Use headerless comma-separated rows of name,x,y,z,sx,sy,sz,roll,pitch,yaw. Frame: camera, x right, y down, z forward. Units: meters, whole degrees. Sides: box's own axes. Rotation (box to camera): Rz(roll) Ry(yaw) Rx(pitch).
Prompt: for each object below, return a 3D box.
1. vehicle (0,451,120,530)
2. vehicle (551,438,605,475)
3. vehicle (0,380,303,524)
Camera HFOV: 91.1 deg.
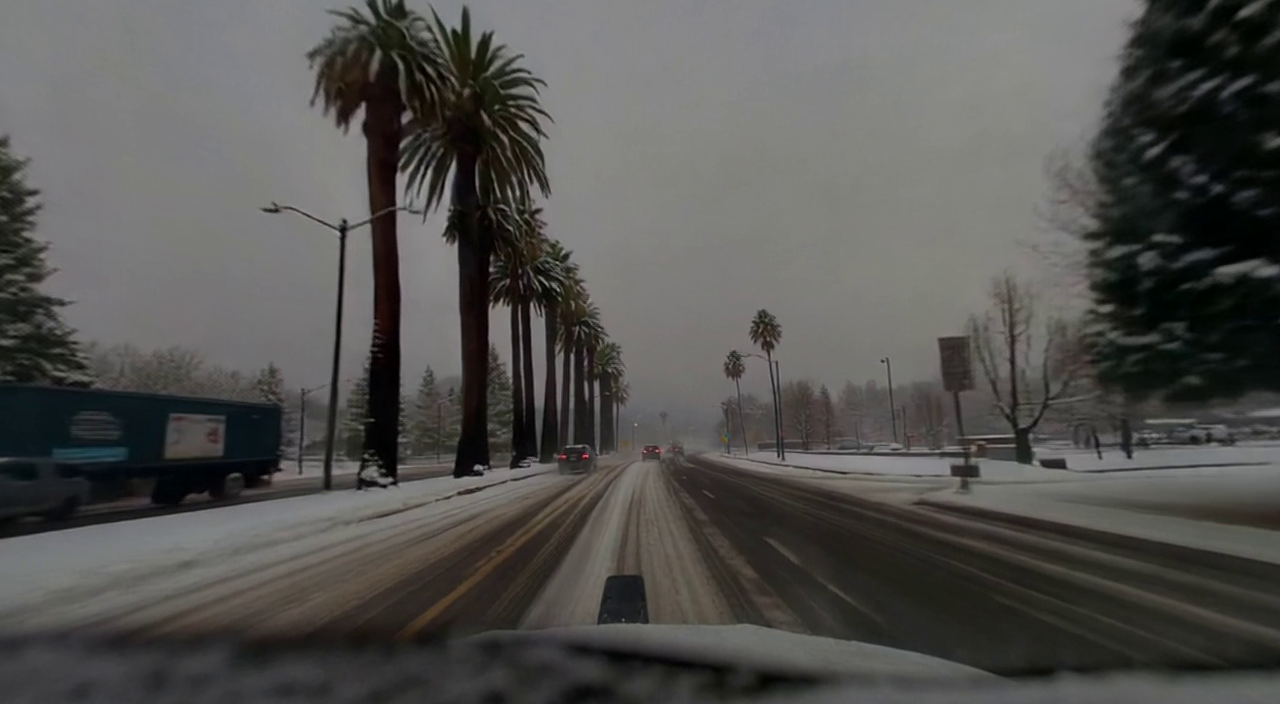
vehicle,-16.402,3.364,15.319,2.402,1.844,5.766,0,-9,1
vehicle,-3.226,5.545,33.542,2.188,1.819,4.667,0,-9,3
vehicle,-20.770,4.046,27.301,2.968,4.370,16.176,0,-7,1
